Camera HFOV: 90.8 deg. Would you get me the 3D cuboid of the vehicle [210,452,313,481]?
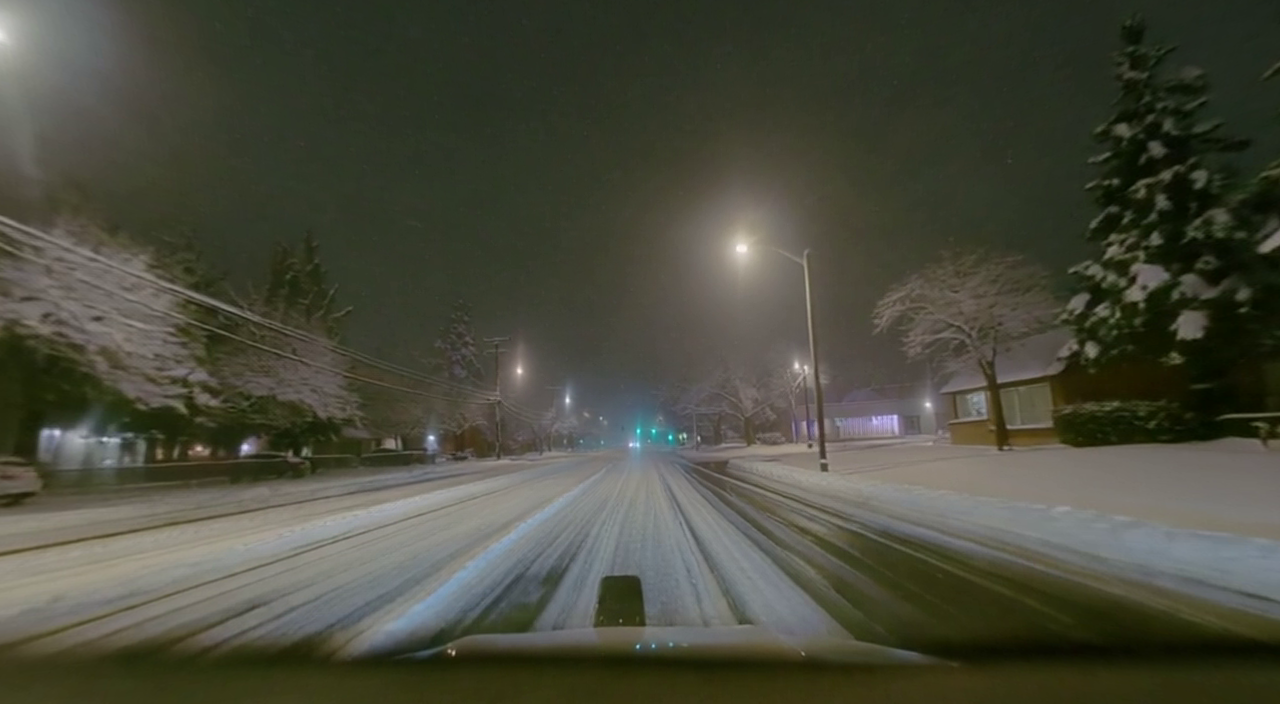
[{"bbox_3d":[-21.580,6.497,36.189,1.859,1.461,4.646,-8,-12,44],"label":"vehicle"}]
